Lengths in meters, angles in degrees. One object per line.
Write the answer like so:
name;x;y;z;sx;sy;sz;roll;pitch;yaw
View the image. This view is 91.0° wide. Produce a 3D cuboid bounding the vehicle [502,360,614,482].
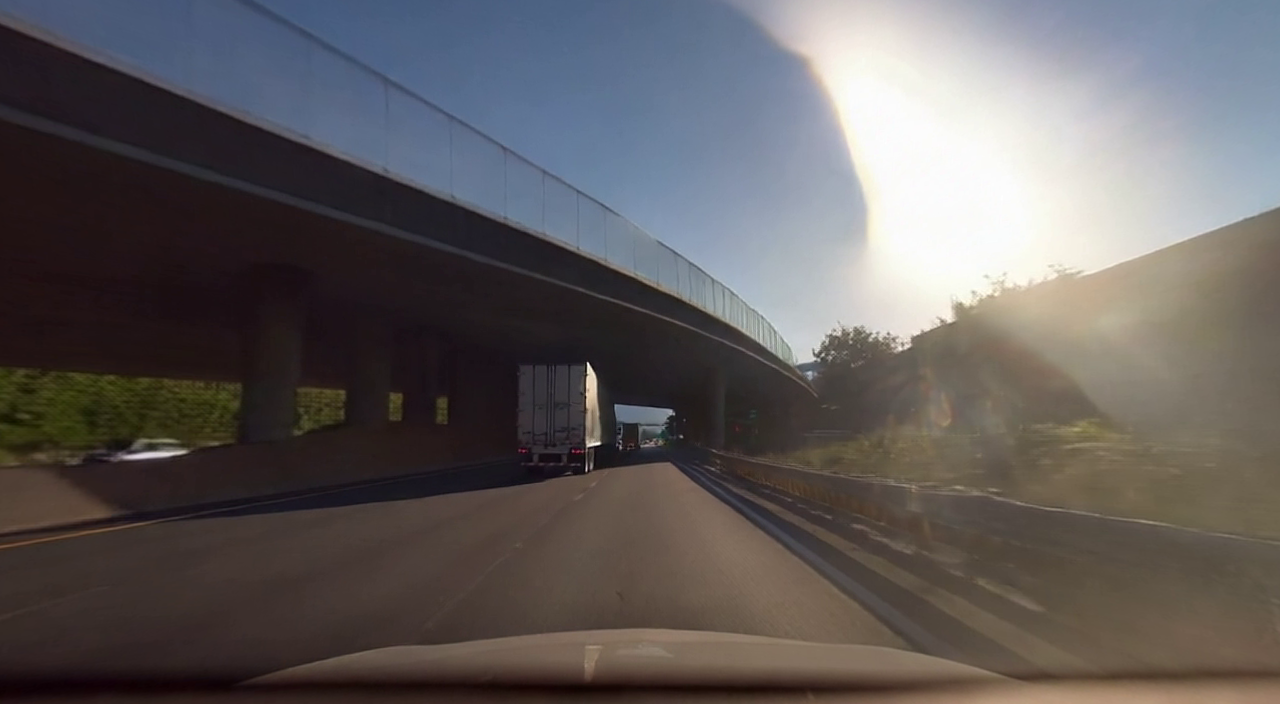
vehicle;-3.004;3.298;28.070;2.947;4.051;14.256;0;-8;1
